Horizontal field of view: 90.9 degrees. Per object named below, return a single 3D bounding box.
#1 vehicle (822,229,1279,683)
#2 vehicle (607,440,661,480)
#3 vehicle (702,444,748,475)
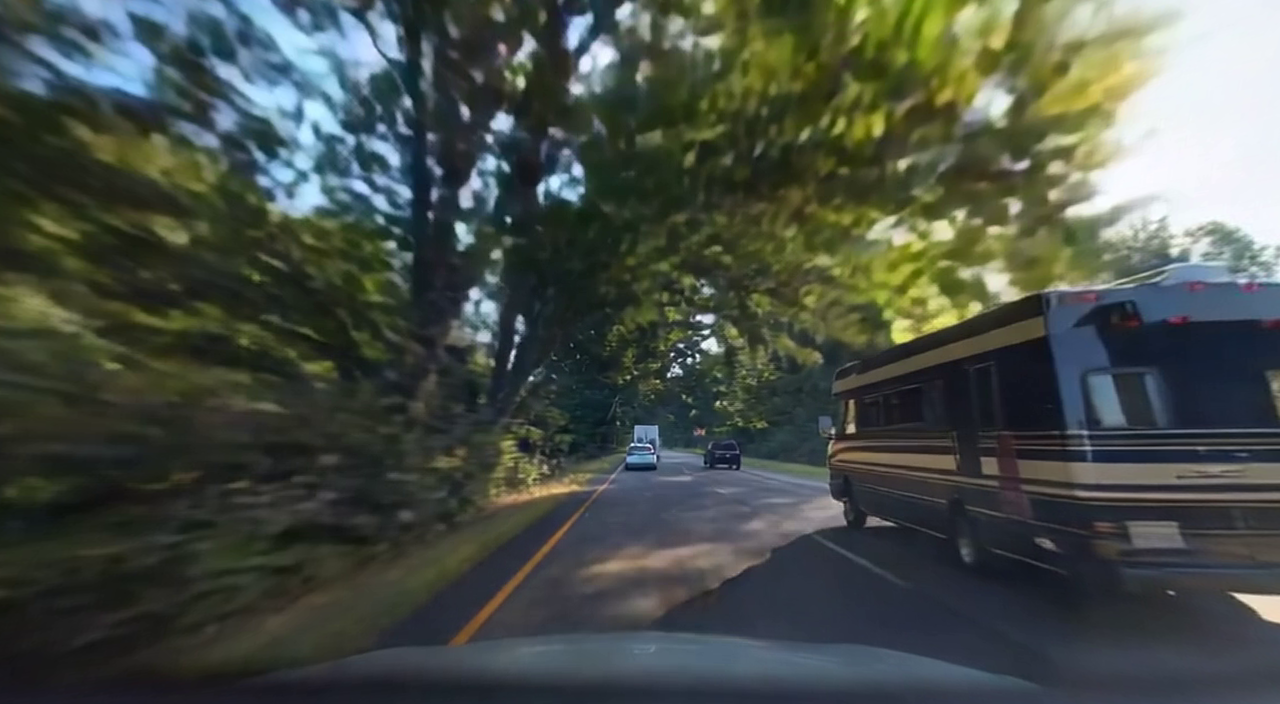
[{"bbox_3d":[4.589,1.131,7.461,2.745,2.832,7.035,1,-9,0],"label":"vehicle"},{"bbox_3d":[-0.260,4.614,27.057,2.120,1.575,4.018,0,-9,0],"label":"vehicle"},{"bbox_3d":[4.224,5.390,31.702,1.757,1.459,3.398,0,-9,-1],"label":"vehicle"}]
